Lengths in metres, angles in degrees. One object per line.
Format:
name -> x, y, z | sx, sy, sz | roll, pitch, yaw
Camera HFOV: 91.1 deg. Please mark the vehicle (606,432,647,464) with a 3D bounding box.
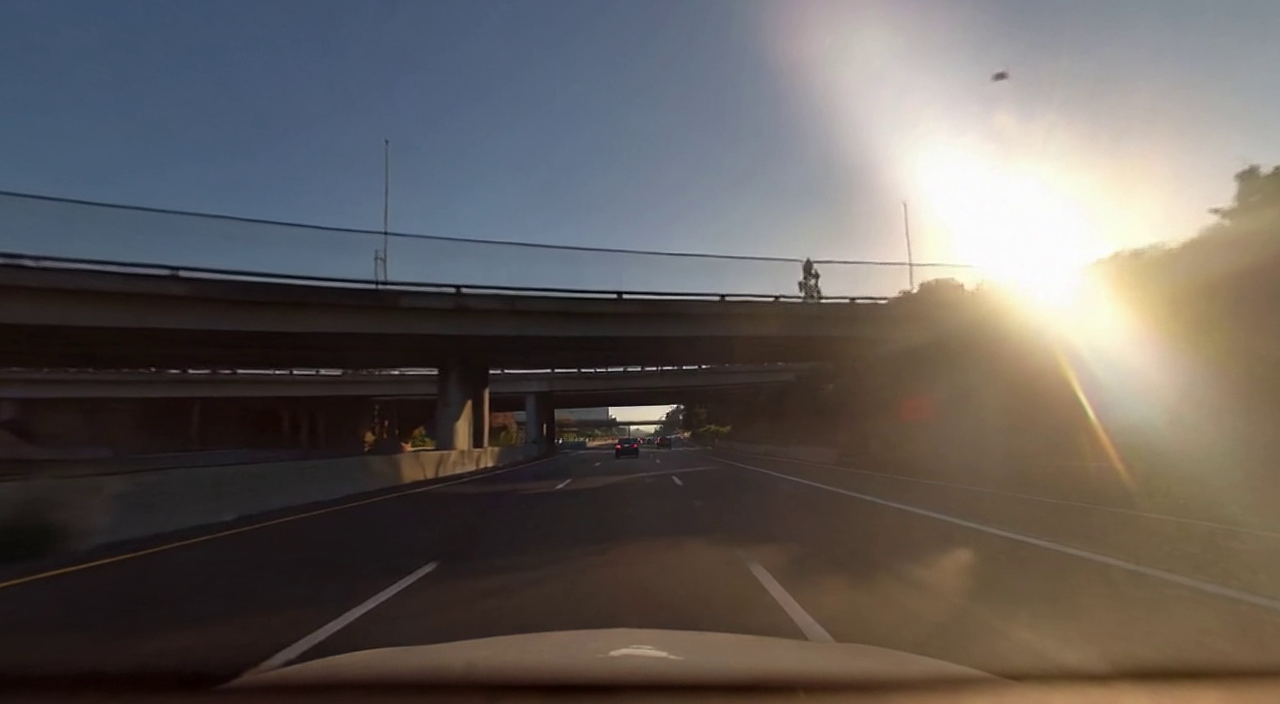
vehicle -> -0.713, 5.124, 33.899 | 2.039, 1.589, 4.324 | 0, -8, -1
